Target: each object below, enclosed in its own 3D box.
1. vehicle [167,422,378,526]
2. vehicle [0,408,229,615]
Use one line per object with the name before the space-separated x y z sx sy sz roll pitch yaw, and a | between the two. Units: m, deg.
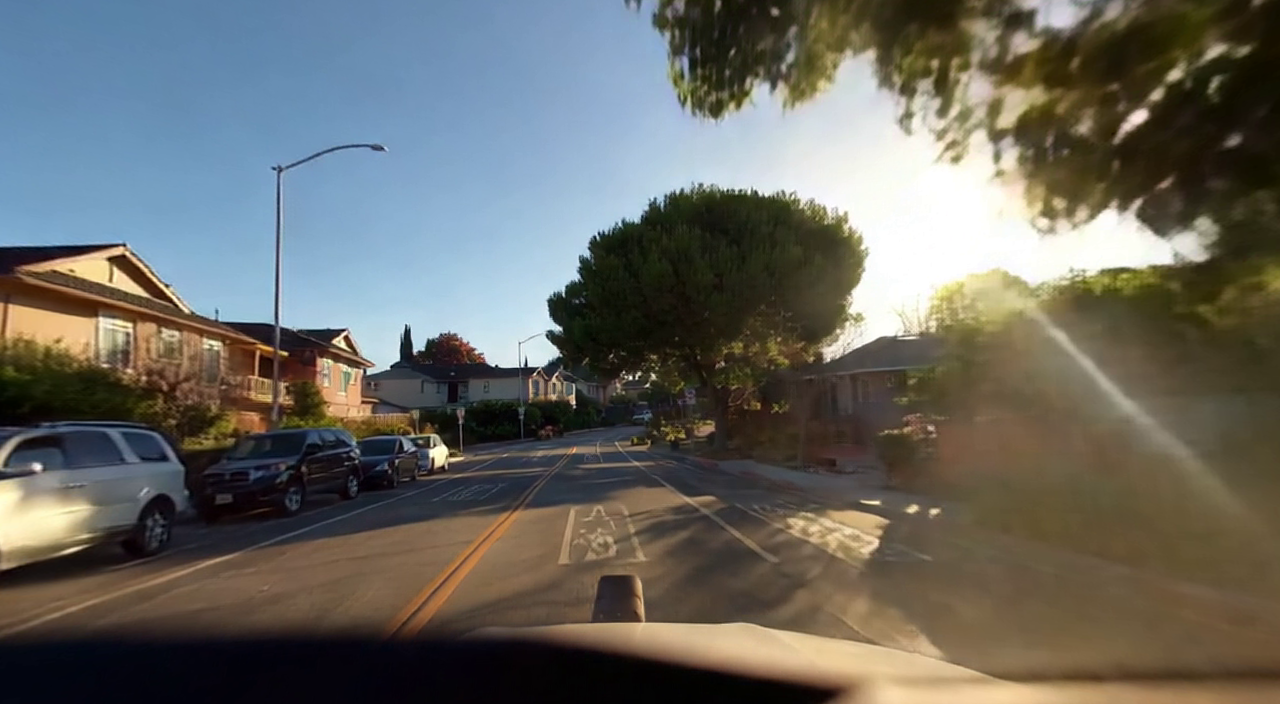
vehicle | -7.231 2.379 13.073 1.865 1.750 4.507 0 -7 -4
vehicle | -6.741 1.556 6.717 2.147 1.780 4.165 0 -8 -5
